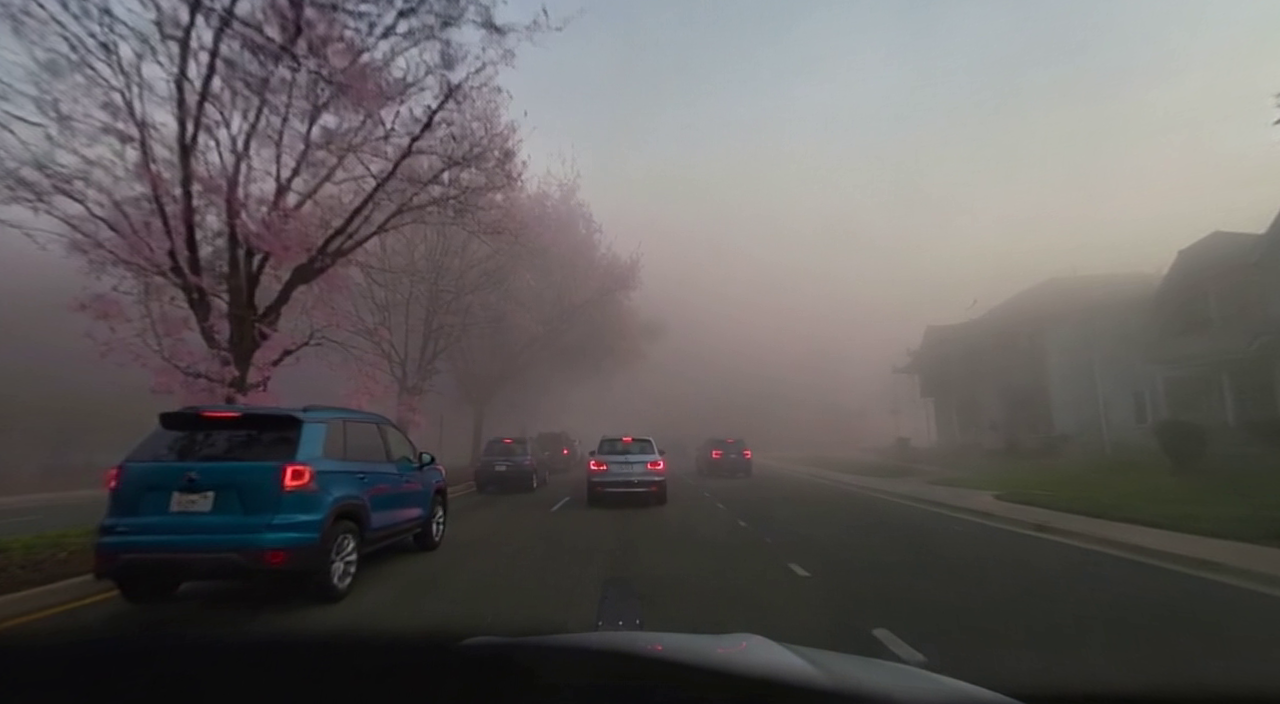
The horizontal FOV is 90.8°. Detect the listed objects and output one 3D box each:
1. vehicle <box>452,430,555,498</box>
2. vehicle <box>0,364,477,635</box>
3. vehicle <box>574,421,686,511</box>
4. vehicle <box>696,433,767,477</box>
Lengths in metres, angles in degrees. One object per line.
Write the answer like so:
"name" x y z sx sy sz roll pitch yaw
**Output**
"vehicle" -3.671 3.097 17.832 1.948 1.668 4.279 0 -8 0
"vehicle" -3.604 1.392 7.003 2.304 1.928 4.833 0 -8 0
"vehicle" -0.209 2.465 14.077 2.112 1.693 4.058 0 -8 -1
"vehicle" 3.734 4.324 26.720 2.188 1.685 4.604 0 -8 -2
